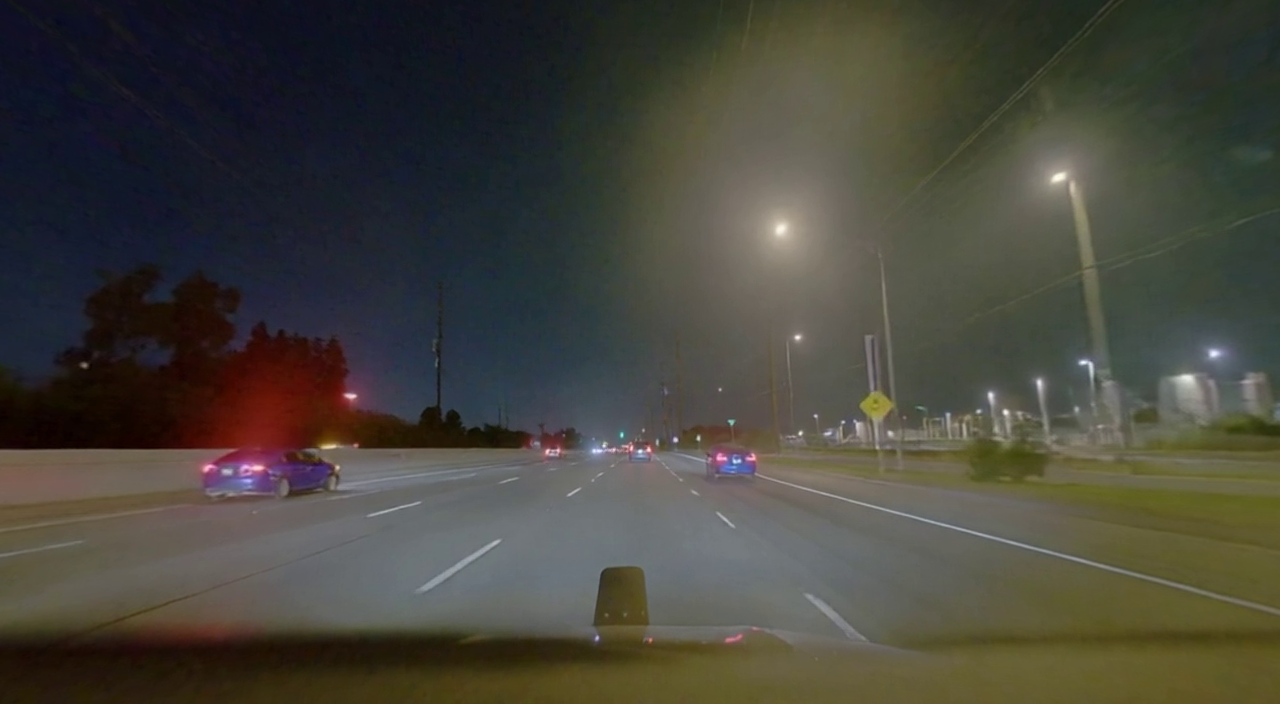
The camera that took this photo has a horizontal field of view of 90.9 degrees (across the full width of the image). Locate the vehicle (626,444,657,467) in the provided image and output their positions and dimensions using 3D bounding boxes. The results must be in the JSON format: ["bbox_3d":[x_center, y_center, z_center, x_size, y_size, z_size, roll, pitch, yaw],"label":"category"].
[{"bbox_3d":[0.098,7.159,43.739,2.036,1.474,3.969,0,-8,0],"label":"vehicle"}]

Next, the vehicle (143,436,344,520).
[{"bbox_3d":[-10.403,3.304,17.195,2.241,1.810,4.966,-3,-8,1],"label":"vehicle"}]

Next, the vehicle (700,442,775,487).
[{"bbox_3d":[3.572,4.204,23.934,2.060,1.526,4.387,0,-8,-1],"label":"vehicle"}]
